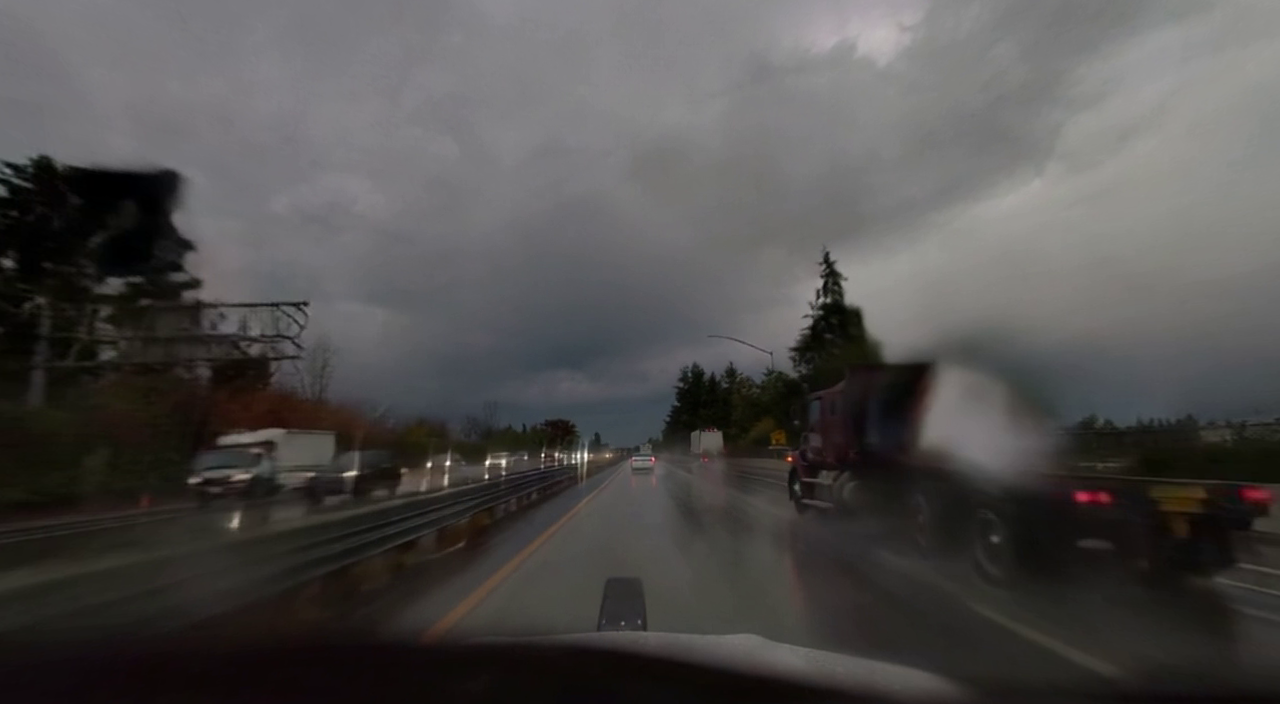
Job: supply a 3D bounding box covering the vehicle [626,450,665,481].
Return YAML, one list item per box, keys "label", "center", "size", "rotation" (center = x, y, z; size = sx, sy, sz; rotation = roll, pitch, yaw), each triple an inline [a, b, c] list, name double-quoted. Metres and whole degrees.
- label: "vehicle"
  center: [0.262, 5.991, 33.447]
  size: [1.939, 1.495, 3.612]
  rotation: [0, -9, 0]

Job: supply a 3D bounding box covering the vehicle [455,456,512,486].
- label: "vehicle"
  center: [-8.304, 6.349, 33.903]
  size: [1.935, 1.477, 4.537]
  rotation: [0, -9, 0]

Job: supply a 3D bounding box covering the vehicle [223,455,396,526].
- label: "vehicle"
  center: [-7.891, 3.314, 15.632]
  size: [1.965, 1.453, 4.364]
  rotation: [0, -9, -1]

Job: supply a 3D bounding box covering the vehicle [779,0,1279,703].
- label: "vehicle"
  center: [4.455, 0.738, 7.458]
  size: [2.885, 3.679, 12.102]
  rotation: [0, -9, 0]

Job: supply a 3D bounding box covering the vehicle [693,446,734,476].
- label: "vehicle"
  center: [4.669, 7.007, 40.693]
  size: [2.020, 1.849, 4.051]
  rotation: [0, -9, -2]

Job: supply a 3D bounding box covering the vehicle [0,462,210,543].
- label: "vehicle"
  center: [-12.727, 3.367, 14.768]
  size: [2.004, 1.484, 4.667]
  rotation: [0, -9, -1]

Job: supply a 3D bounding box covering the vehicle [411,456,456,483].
- label: "vehicle"
  center: [-13.305, 7.534, 40.700]
  size: [1.715, 1.590, 3.514]
  rotation: [0, -9, 0]
